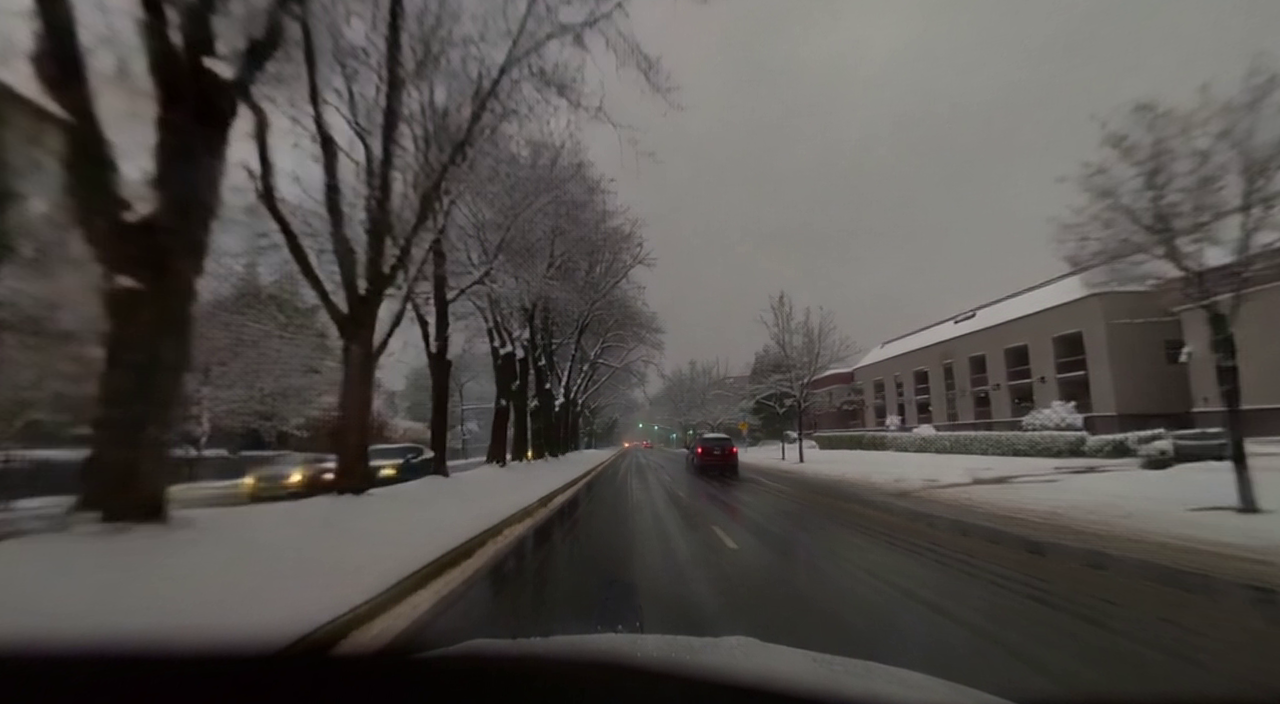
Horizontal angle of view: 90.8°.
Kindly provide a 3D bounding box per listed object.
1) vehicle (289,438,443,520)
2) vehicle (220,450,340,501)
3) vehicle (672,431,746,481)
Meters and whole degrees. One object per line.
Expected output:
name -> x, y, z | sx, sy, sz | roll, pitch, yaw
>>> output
vehicle -> -6.383, 2.965, 15.348 | 1.900, 1.671, 4.217 | 0, -8, -1
vehicle -> -12.625, 4.317, 22.500 | 1.859, 1.569, 4.166 | 0, -8, -1
vehicle -> 2.592, 4.064, 24.893 | 2.240, 1.740, 4.605 | 0, -8, -2
